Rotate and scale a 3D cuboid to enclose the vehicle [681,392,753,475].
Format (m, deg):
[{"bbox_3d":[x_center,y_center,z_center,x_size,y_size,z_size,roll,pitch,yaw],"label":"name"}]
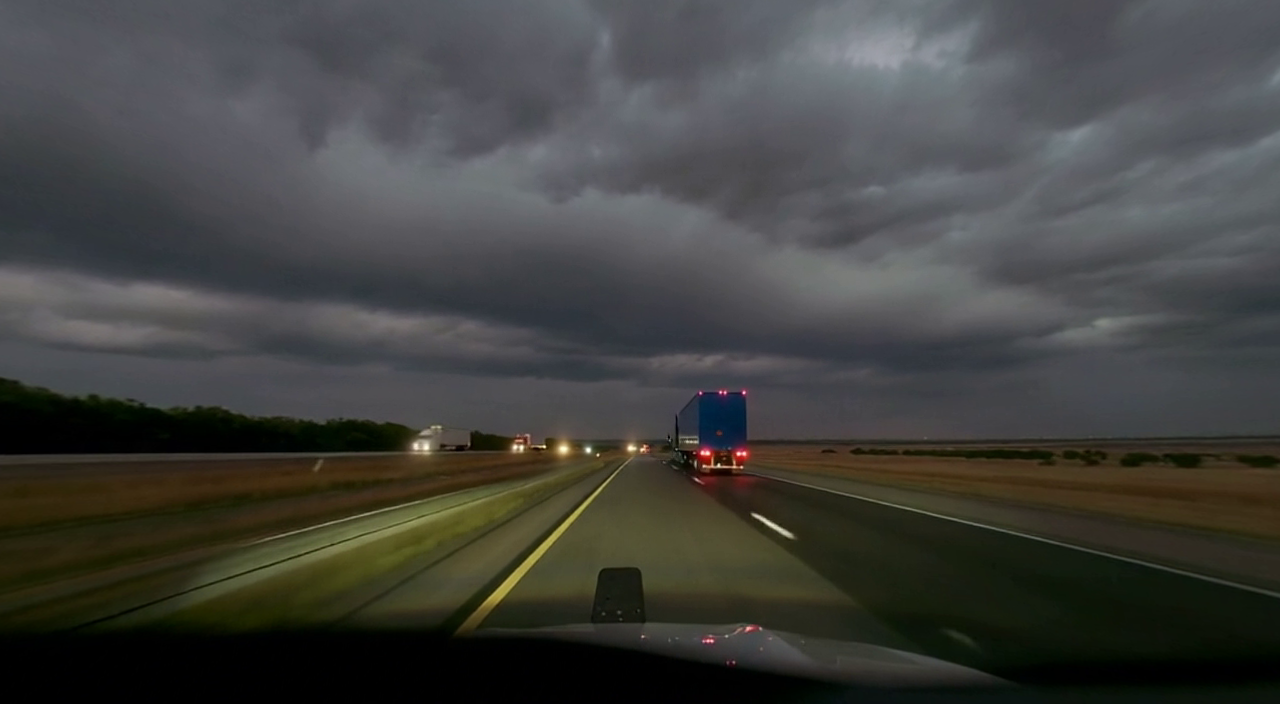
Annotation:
[{"bbox_3d":[4.321,5.114,38.567,2.818,4.206,12.987,0,-9,0],"label":"vehicle"}]
